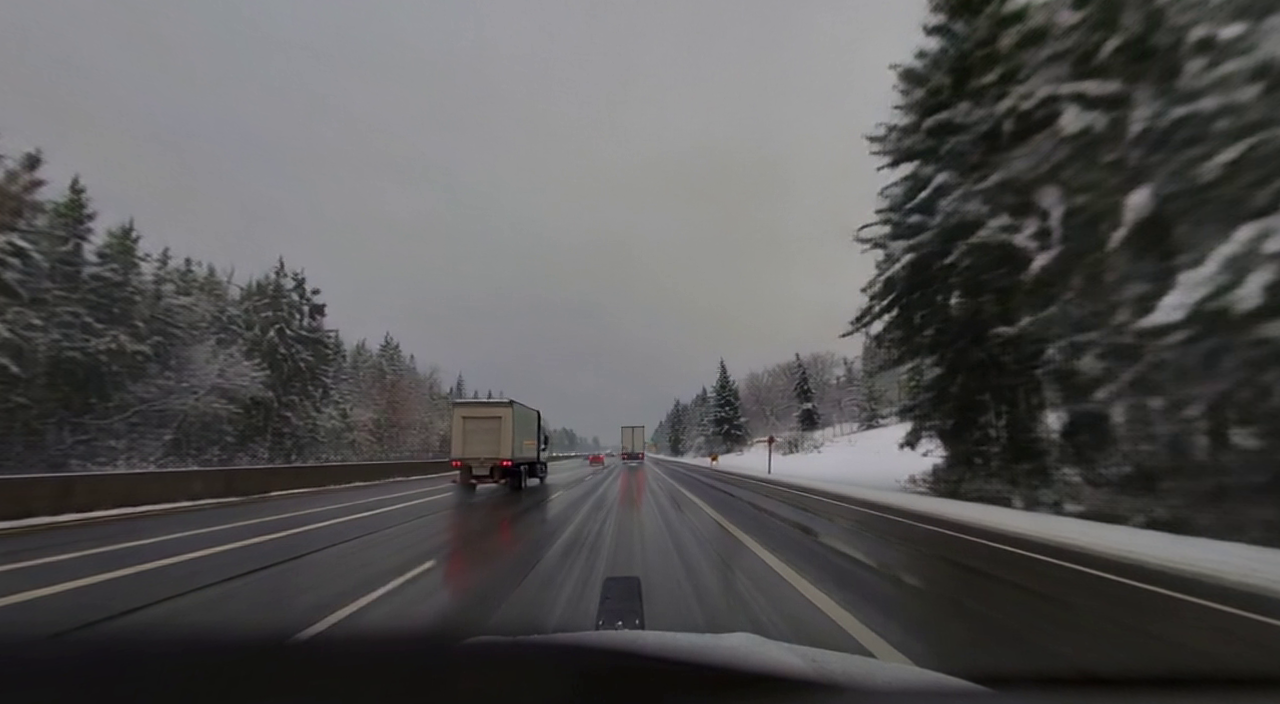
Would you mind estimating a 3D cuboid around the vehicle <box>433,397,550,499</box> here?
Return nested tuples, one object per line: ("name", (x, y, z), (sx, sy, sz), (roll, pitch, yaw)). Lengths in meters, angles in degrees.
("vehicle", (-4.595, 3.179, 20.855), (2.368, 2.813, 6.329), (0, -9, -1))
